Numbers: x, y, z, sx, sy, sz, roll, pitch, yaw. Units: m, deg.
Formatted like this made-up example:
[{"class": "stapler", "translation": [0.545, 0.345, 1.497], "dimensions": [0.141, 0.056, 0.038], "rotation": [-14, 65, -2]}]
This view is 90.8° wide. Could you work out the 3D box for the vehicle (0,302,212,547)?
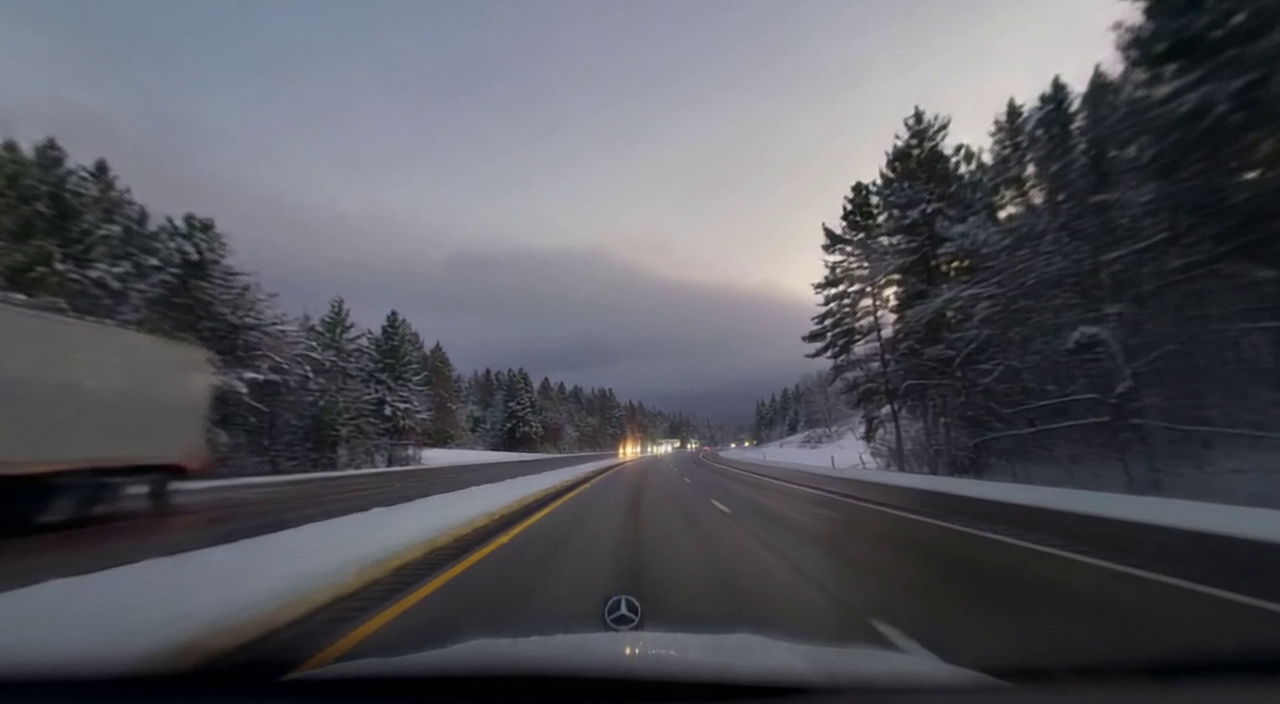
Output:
[{"class": "vehicle", "translation": [-12.490, 0.843, 8.270], "dimensions": [2.857, 4.186, 15.405], "rotation": [0, -9, 1]}]
